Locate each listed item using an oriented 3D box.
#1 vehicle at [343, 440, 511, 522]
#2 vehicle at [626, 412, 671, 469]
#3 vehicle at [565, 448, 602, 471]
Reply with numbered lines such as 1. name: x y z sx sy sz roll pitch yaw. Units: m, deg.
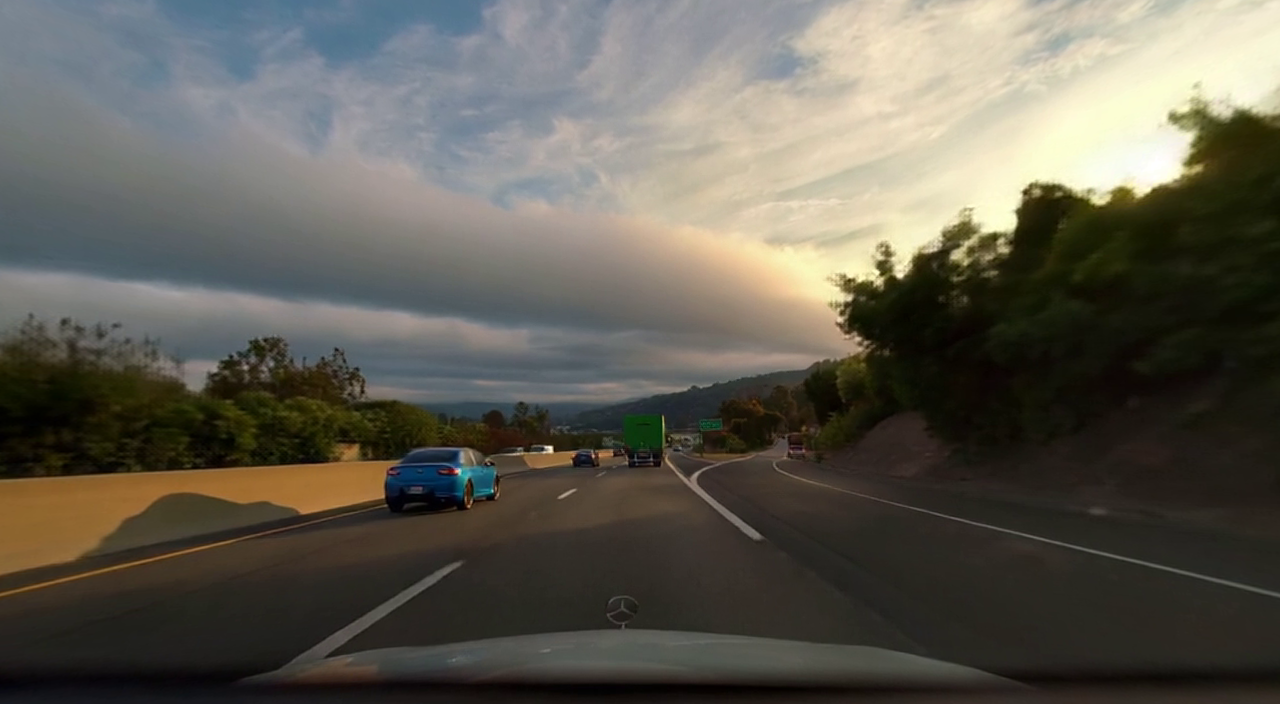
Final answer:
1. vehicle: -4.280 2.660 13.536 2.010 1.461 4.391 0 -9 1
2. vehicle: 0.599 6.406 44.978 2.893 3.628 9.081 0 -9 1
3. vehicle: -3.669 7.044 41.583 1.981 1.435 4.199 0 -9 1
